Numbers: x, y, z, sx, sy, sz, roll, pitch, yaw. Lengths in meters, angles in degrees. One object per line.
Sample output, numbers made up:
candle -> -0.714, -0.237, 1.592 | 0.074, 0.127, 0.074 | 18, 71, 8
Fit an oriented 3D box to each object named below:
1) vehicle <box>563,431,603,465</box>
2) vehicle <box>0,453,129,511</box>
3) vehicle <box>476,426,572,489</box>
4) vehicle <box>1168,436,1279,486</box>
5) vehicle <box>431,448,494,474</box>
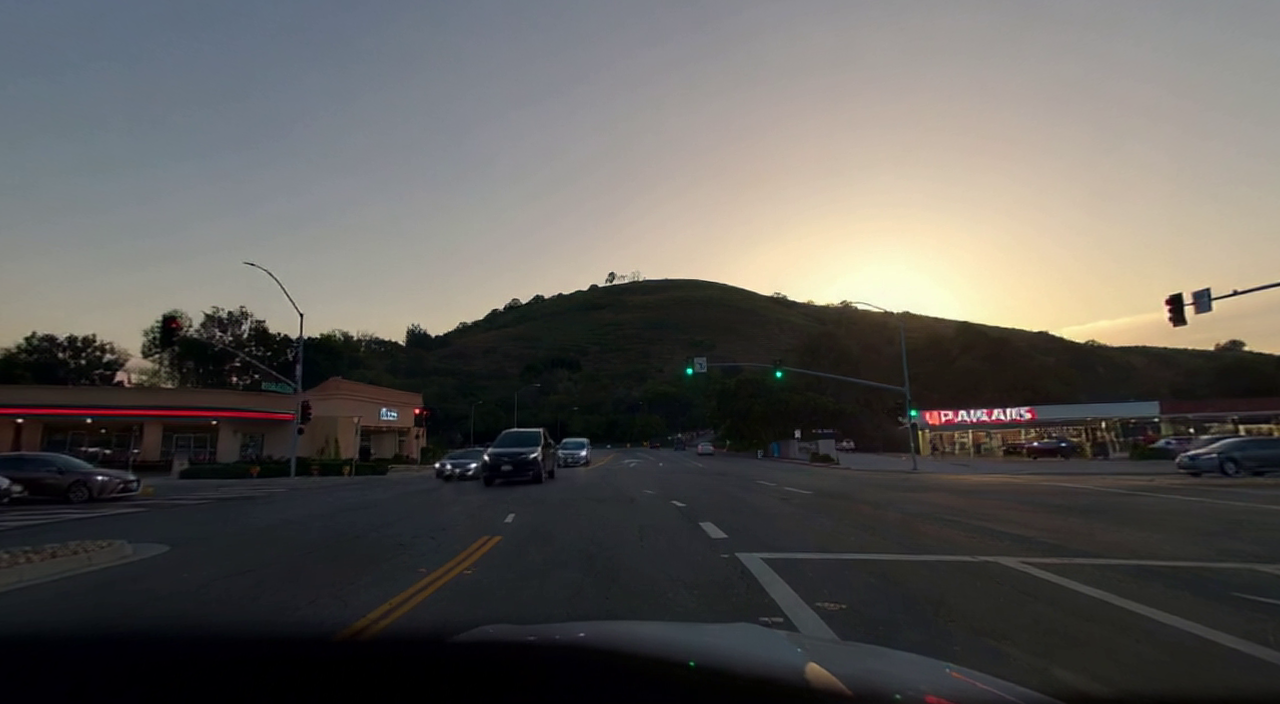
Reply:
vehicle -> -4.190, 7.219, 47.410 | 2.318, 2.325, 5.910 | 0, -9, 1
vehicle -> -19.802, 4.180, 20.528 | 4.440, 1.748, 2.033 | 0, -9, 1
vehicle -> -4.392, 4.130, 24.957 | 2.662, 2.197, 5.454 | 0, -9, 1
vehicle -> 25.051, 4.468, 26.063 | 4.546, 1.944, 2.051 | 1, -9, -5
vehicle -> -12.477, 7.660, 44.603 | 2.069, 1.706, 4.336 | -3, -9, 20
